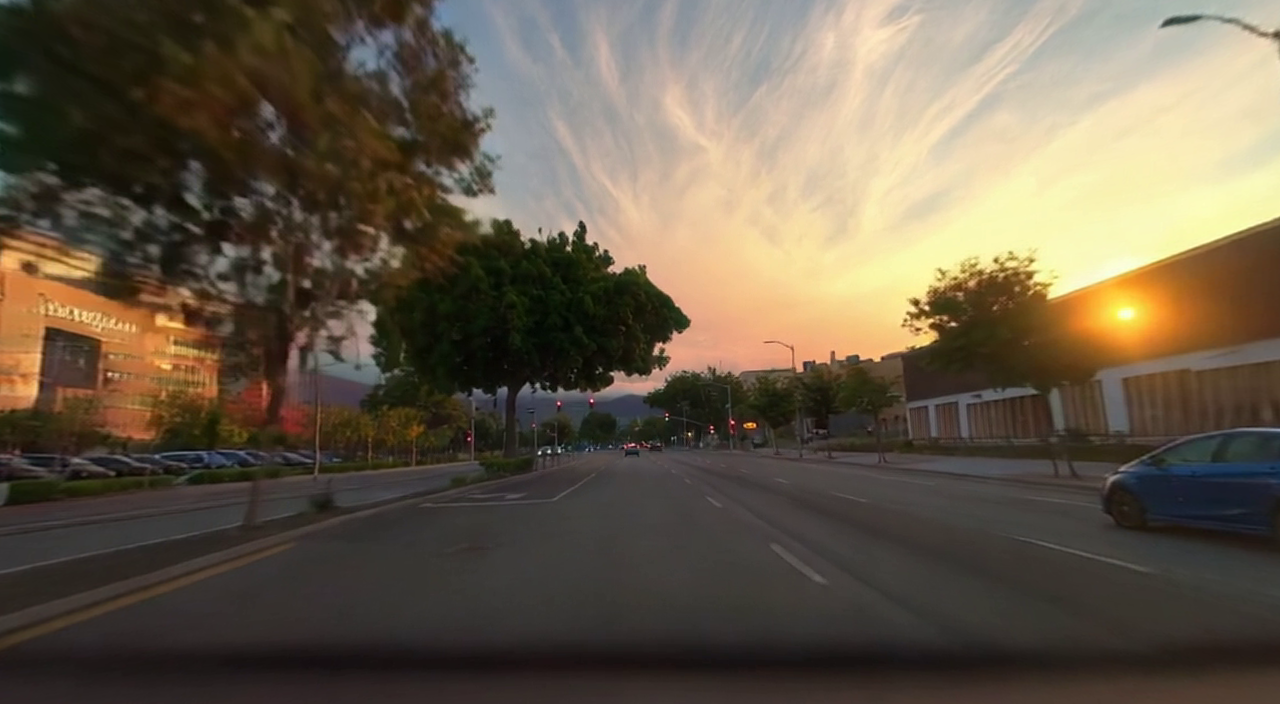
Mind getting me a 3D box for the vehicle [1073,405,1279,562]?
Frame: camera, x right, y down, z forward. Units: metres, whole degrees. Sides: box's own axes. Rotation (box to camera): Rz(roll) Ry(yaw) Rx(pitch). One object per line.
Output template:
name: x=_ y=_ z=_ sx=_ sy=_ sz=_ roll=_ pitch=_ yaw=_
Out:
vehicle: x=7.677 y=1.503 z=7.508 sx=1.918 sy=1.632 sz=4.368 roll=0 pitch=-8 yaw=0
